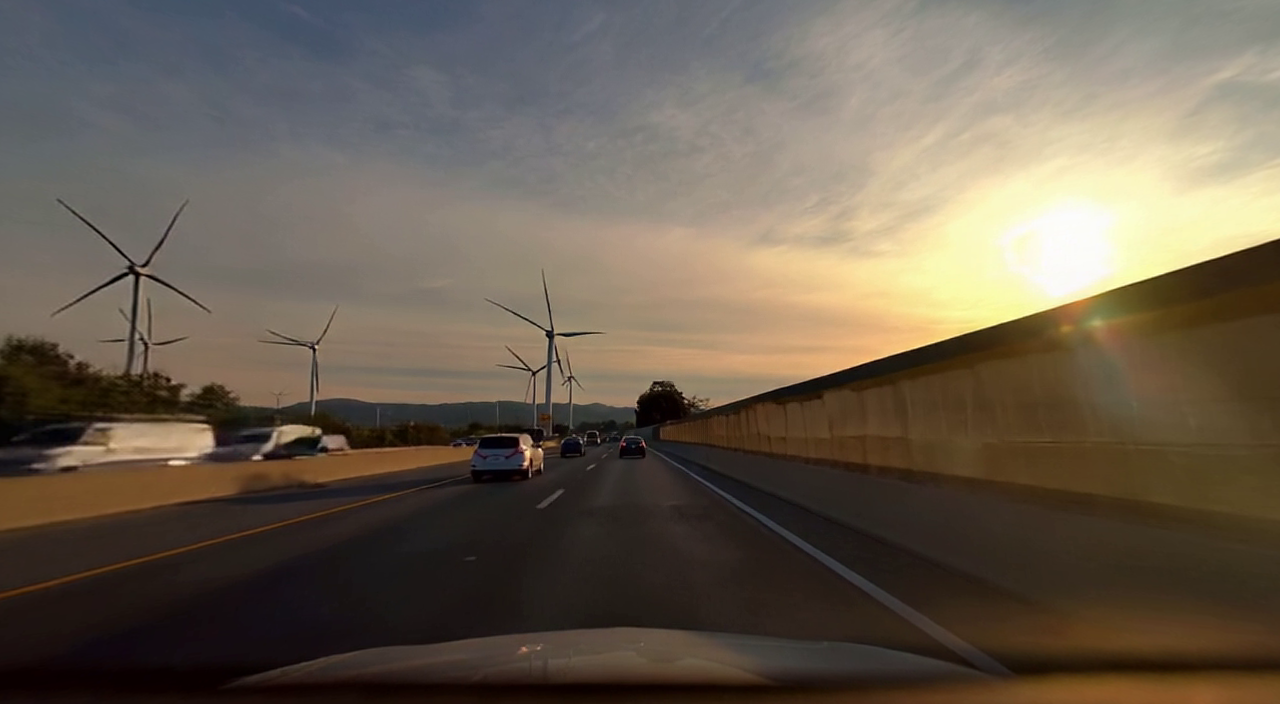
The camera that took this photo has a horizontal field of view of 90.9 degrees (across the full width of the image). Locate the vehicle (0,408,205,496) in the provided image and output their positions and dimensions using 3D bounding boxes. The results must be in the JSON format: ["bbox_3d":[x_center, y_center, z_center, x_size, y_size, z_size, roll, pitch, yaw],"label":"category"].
[{"bbox_3d":[-17.865,3.290,21.202,2.522,2.584,5.381,0,-8,0],"label":"vehicle"}]

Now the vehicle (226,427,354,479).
[{"bbox_3d":[-14.092,4.093,25.845,2.334,1.897,5.142,0,-8,-1],"label":"vehicle"}]

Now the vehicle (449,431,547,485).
[{"bbox_3d":[-4.260,3.243,19.765,1.998,1.468,4.635,0,-8,0],"label":"vehicle"}]

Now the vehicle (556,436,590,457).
[{"bbox_3d":[-4.644,6.609,44.195,2.059,1.436,3.802,0,-8,-1],"label":"vehicle"}]

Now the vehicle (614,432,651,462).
[{"bbox_3d":[-0.446,5.375,35.825,2.027,1.550,3.607,0,-8,-2],"label":"vehicle"}]
